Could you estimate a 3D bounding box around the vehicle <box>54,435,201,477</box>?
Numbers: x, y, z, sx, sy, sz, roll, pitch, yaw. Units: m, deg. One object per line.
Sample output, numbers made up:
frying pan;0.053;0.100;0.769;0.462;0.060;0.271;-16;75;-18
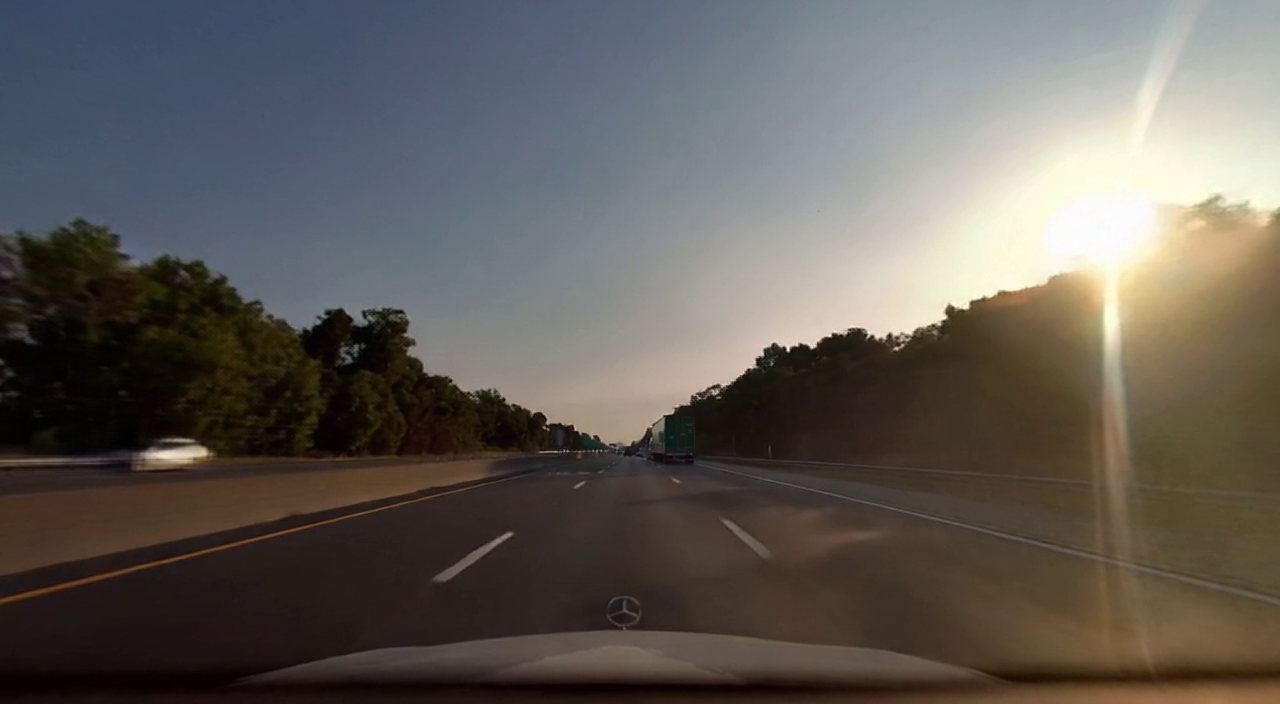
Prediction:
vehicle;-20.040;4.107;24.992;1.899;1.491;4.688;0;-9;0
